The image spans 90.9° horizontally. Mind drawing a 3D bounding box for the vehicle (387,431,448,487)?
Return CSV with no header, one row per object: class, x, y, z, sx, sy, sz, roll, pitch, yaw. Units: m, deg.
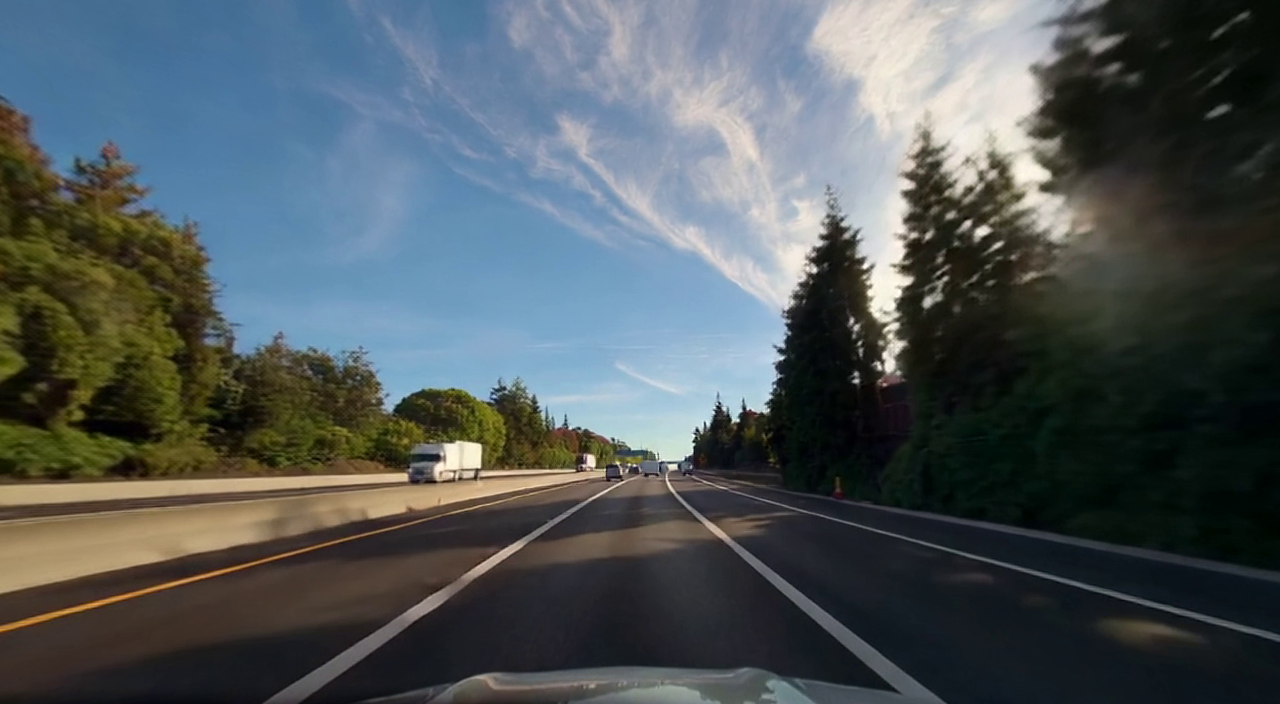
vehicle,-16.566,8.046,47.247,2.947,3.901,3.604,1,-11,2
